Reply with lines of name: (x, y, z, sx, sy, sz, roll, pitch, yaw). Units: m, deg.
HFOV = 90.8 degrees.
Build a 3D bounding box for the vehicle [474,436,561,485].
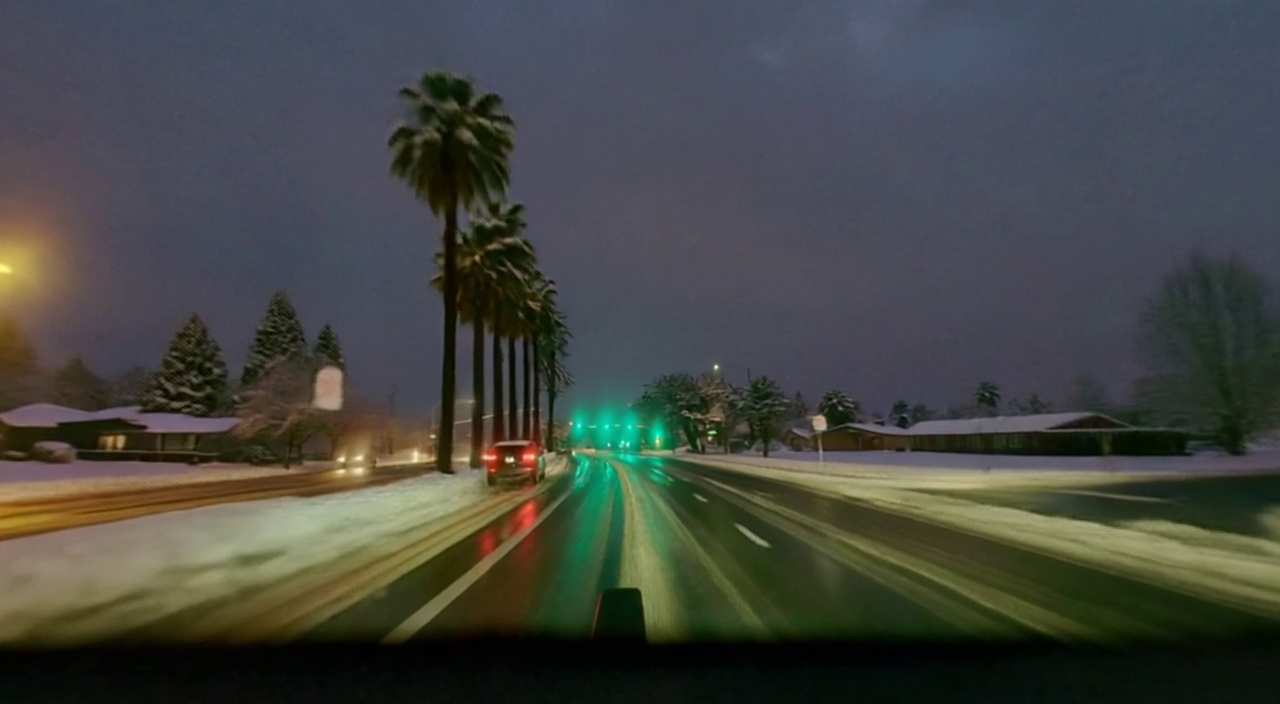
vehicle: (-4.004, 3.623, 21.463, 2.108, 1.475, 4.555, 0, -8, -1)
